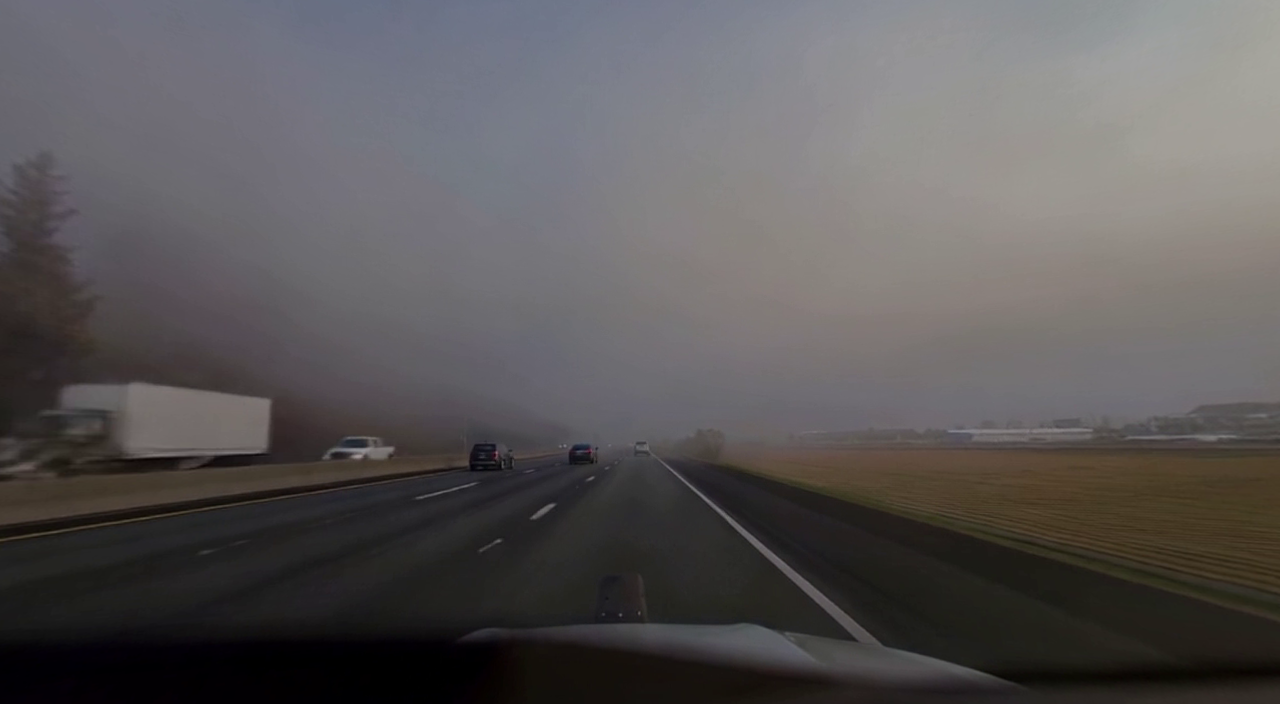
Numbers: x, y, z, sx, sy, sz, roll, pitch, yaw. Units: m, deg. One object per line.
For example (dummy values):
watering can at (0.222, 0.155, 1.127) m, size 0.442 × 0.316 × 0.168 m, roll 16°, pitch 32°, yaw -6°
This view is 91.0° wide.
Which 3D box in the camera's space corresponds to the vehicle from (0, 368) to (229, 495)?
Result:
vehicle at (-18.981, 2.899, 22.450) m, size 2.951 × 3.679 × 8.155 m, roll 0°, pitch -9°, yaw 0°

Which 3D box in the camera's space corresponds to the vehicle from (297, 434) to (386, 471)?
vehicle at (-14.978, 5.089, 31.973) m, size 2.136 × 1.700 × 4.727 m, roll 0°, pitch -8°, yaw 1°

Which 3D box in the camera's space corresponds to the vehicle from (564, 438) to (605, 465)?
vehicle at (-3.539, 6.458, 41.023) m, size 2.083 × 1.588 × 4.801 m, roll 0°, pitch -8°, yaw 1°

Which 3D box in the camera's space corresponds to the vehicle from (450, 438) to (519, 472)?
vehicle at (-7.389, 4.944, 30.440) m, size 2.034 × 1.523 × 4.627 m, roll 0°, pitch -8°, yaw 1°
